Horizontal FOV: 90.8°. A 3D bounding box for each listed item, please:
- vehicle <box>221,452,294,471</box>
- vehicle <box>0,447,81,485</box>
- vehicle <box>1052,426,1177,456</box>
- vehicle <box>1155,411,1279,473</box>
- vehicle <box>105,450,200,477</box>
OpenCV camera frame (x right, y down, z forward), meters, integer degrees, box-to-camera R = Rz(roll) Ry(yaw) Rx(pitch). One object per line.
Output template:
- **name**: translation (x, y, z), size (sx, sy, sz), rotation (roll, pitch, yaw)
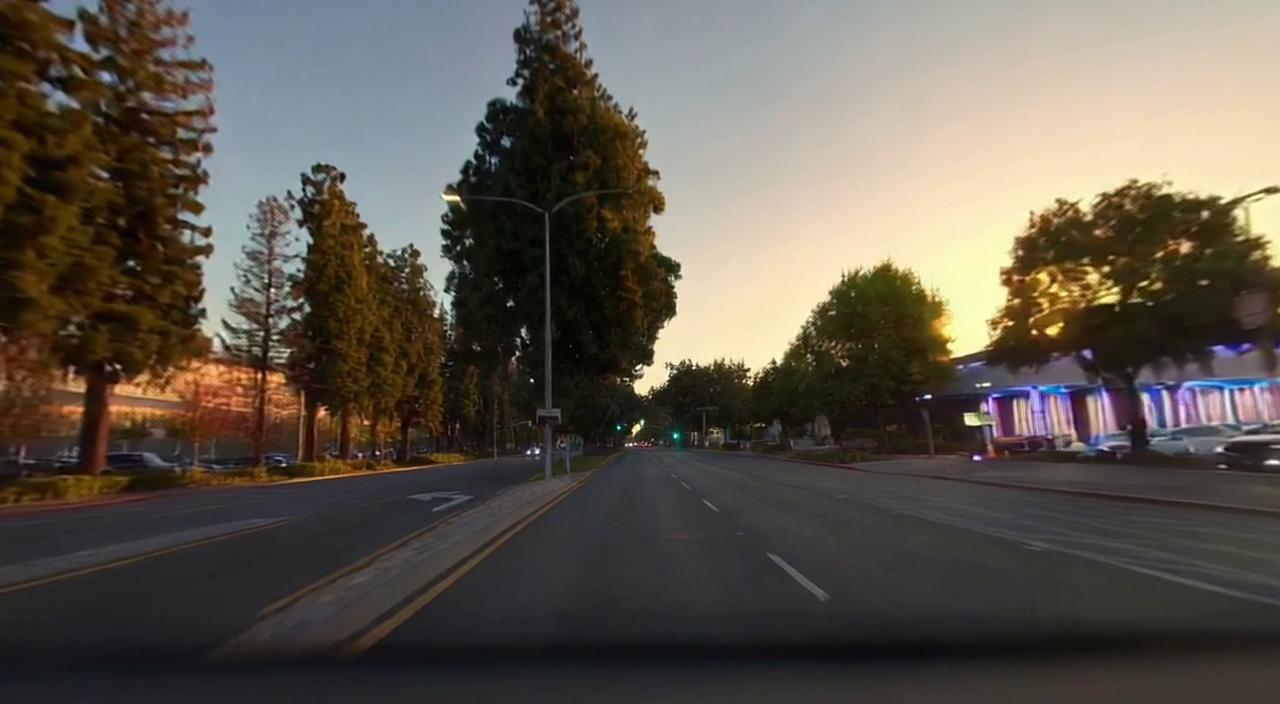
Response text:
- **vehicle**: translation (-29.854, 8.552, 49.428), size (4.410, 1.401, 1.929), rotation (0, -8, -2)
- **vehicle**: translation (-30.091, 5.499, 30.324), size (4.528, 1.695, 1.945), rotation (-1, -9, -4)
- **vehicle**: translation (24.012, 4.542, 32.175), size (1.819, 1.401, 4.665), rotation (4, -10, -29)
- **vehicle**: translation (17.765, 2.663, 18.665), size (4.638, 1.648, 1.887), rotation (3, -9, -24)
- **vehicle**: translation (-29.836, 6.827, 38.759), size (4.293, 1.524, 1.850), rotation (0, -8, 1)
